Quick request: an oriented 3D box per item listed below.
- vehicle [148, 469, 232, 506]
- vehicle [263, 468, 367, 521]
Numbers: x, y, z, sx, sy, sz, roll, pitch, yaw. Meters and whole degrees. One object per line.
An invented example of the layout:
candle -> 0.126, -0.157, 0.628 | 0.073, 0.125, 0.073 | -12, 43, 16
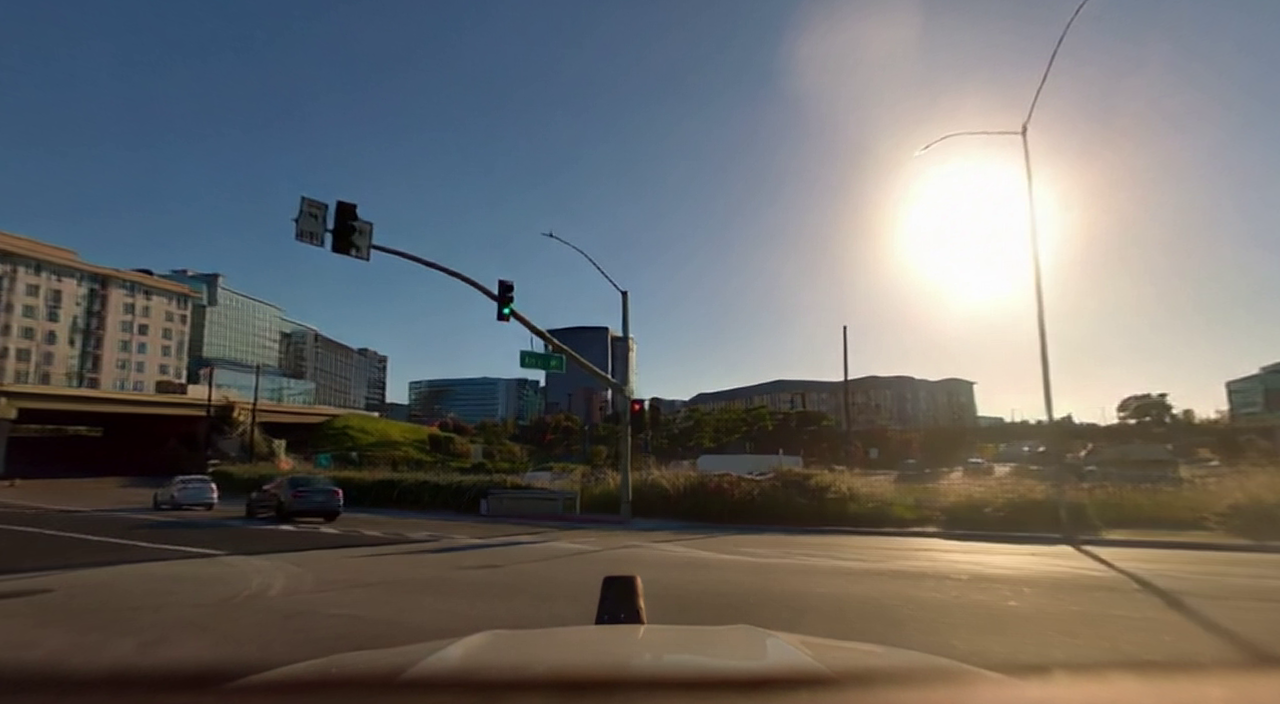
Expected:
vehicle -> -22.777, 6.811, 31.954 | 3.852, 1.605, 2.007 | -6, -10, 32
vehicle -> -11.392, 4.891, 22.045 | 2.048, 1.516, 3.874 | 8, -12, -44
